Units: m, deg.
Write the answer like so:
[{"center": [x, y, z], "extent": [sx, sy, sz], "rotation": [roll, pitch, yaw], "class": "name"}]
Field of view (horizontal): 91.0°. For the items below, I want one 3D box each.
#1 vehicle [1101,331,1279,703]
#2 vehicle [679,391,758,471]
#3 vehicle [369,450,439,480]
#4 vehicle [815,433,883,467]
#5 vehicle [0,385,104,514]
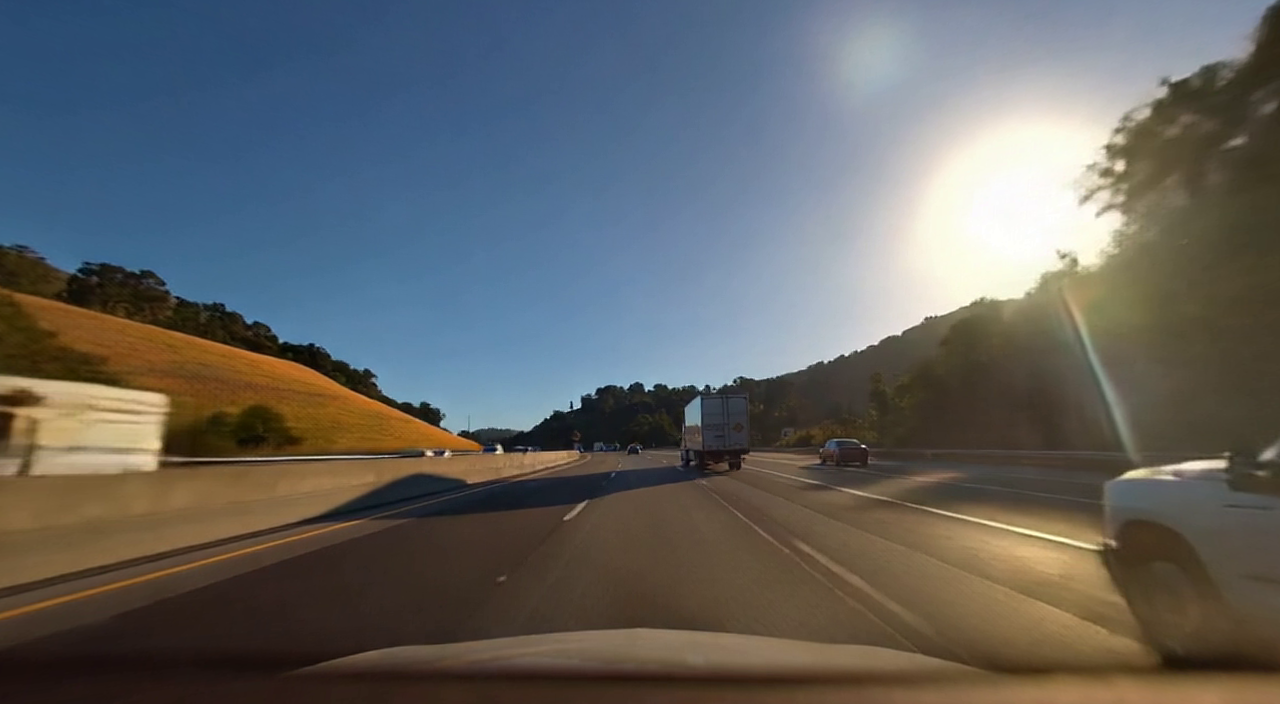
[{"center": [3.768, 0.612, 1.533], "extent": [2.055, 1.737, 4.224], "rotation": [0, -9, 0], "class": "vehicle"}, {"center": [4.217, 4.715, 36.756], "extent": [3.049, 3.968, 10.706], "rotation": [0, -9, -1], "class": "vehicle"}, {"center": [-12.643, 6.044, 34.043], "extent": [1.984, 1.501, 4.706], "rotation": [0, -9, 0], "class": "vehicle"}, {"center": [11.526, 5.471, 35.112], "extent": [2.046, 1.741, 4.769], "rotation": [0, -9, -1], "class": "vehicle"}, {"center": [-16.409, 2.082, 13.423], "extent": [2.747, 2.984, 8.051], "rotation": [0, -9, 0], "class": "vehicle"}]
